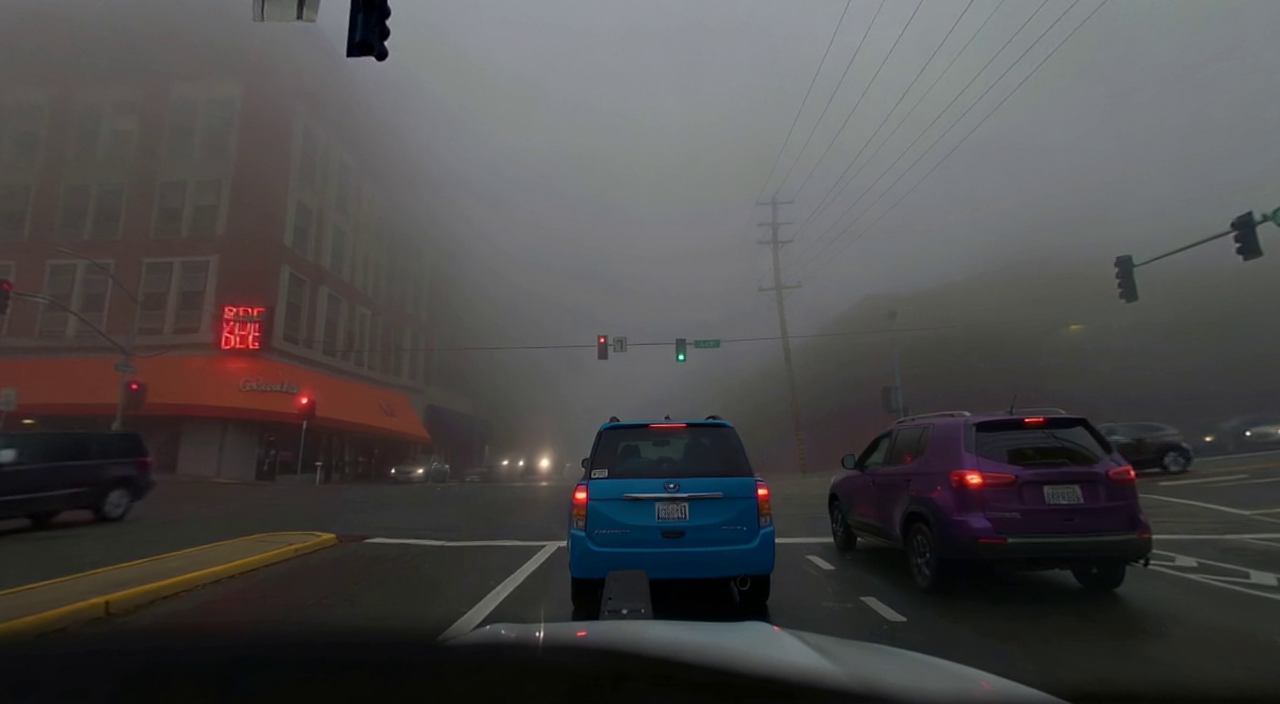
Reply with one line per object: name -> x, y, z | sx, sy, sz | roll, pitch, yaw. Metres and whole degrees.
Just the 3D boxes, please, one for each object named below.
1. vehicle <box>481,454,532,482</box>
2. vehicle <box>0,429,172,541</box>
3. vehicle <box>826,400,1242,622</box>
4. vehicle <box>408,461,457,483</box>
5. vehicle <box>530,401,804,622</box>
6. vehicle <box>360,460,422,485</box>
vehicle -> -8.976, 7.800, 42.740 | 2.023, 1.713, 4.451 | -1, -8, 6
vehicle -> -11.201, 2.290, 11.183 | 2.029, 1.776, 4.711 | -1, -8, 3
vehicle -> 3.617, 1.518, 6.964 | 1.976, 1.664, 4.189 | -1, -8, 2
vehicle -> -15.487, 8.962, 47.268 | 1.875, 1.475, 4.449 | -1, -8, 5
vehicle -> 0.256, 1.510, 6.829 | 2.098, 1.682, 3.778 | 0, -8, 2
vehicle -> -16.243, 7.850, 41.403 | 1.872, 1.433, 4.404 | -1, -8, 7
